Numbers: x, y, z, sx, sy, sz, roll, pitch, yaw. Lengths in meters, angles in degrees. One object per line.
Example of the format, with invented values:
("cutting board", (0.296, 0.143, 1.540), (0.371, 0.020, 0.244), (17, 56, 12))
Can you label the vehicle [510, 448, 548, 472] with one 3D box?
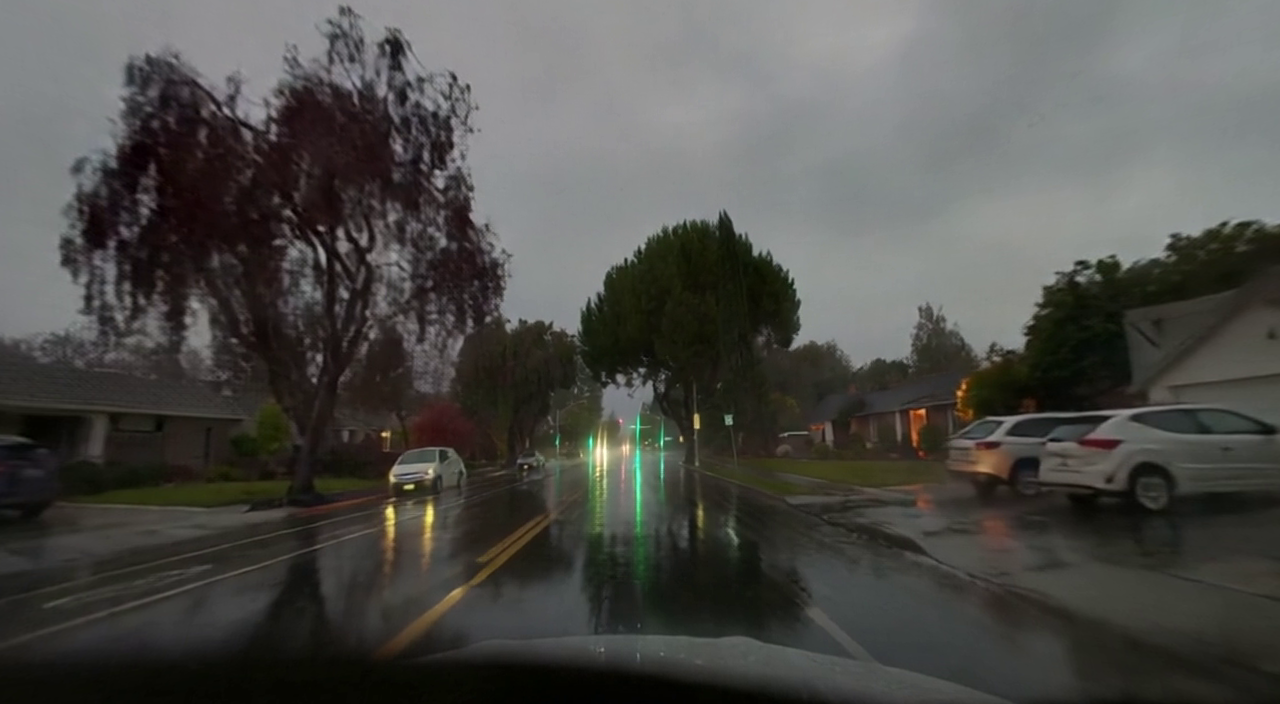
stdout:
("vehicle", (-7.959, 7.768, 45.582), (1.880, 1.469, 4.221), (-4, -9, 1))

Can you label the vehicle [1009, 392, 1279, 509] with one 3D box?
("vehicle", (8.929, 1.589, 10.296), (4.535, 1.697, 1.968), (0, -9, 0))

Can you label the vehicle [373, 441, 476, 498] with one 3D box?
("vehicle", (-7.821, 4.266, 23.460), (2.122, 1.739, 4.770), (-4, -8, 0))
